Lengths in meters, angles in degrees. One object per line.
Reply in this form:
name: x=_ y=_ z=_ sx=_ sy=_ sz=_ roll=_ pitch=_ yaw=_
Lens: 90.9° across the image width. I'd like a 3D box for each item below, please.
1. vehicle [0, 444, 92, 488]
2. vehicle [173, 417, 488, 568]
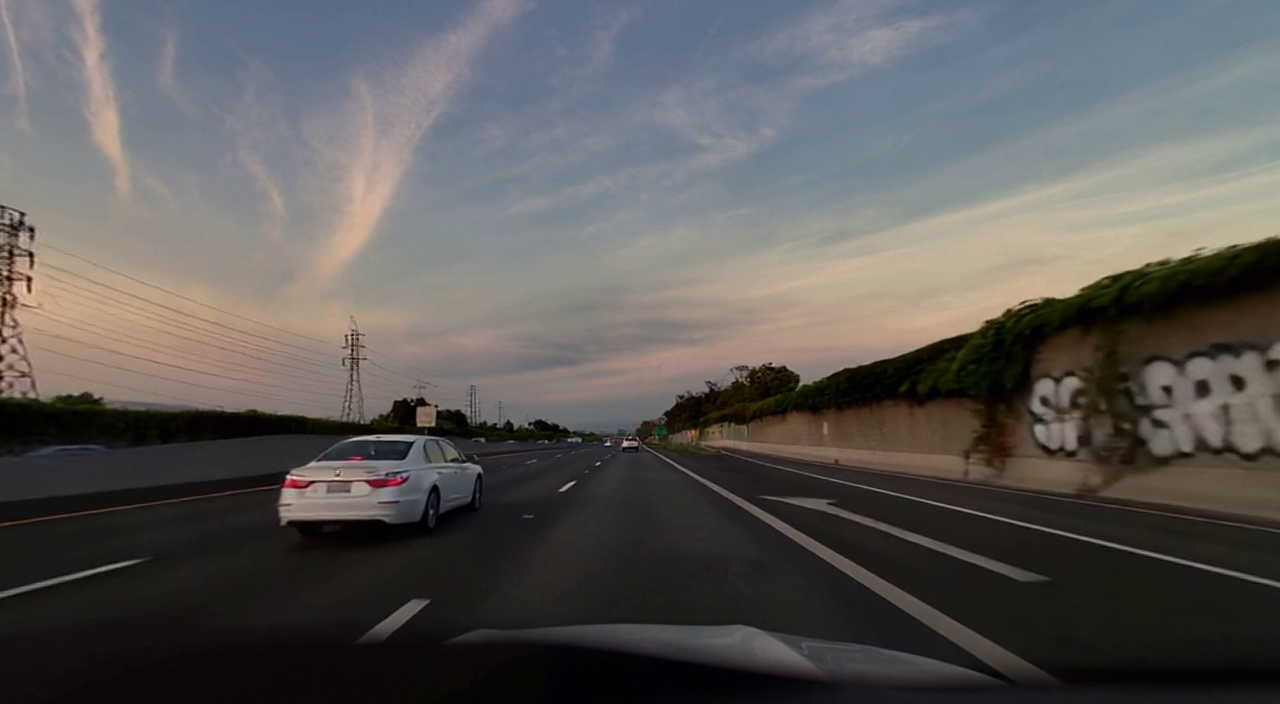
vehicle: x=-22.594 y=4.093 z=22.879 sx=1.732 sy=1.431 sz=4.093 roll=0 pitch=-8 yaw=-1
vehicle: x=-3.736 y=1.752 z=8.888 sx=2.000 sy=1.513 sz=4.901 roll=0 pitch=-8 yaw=-1
